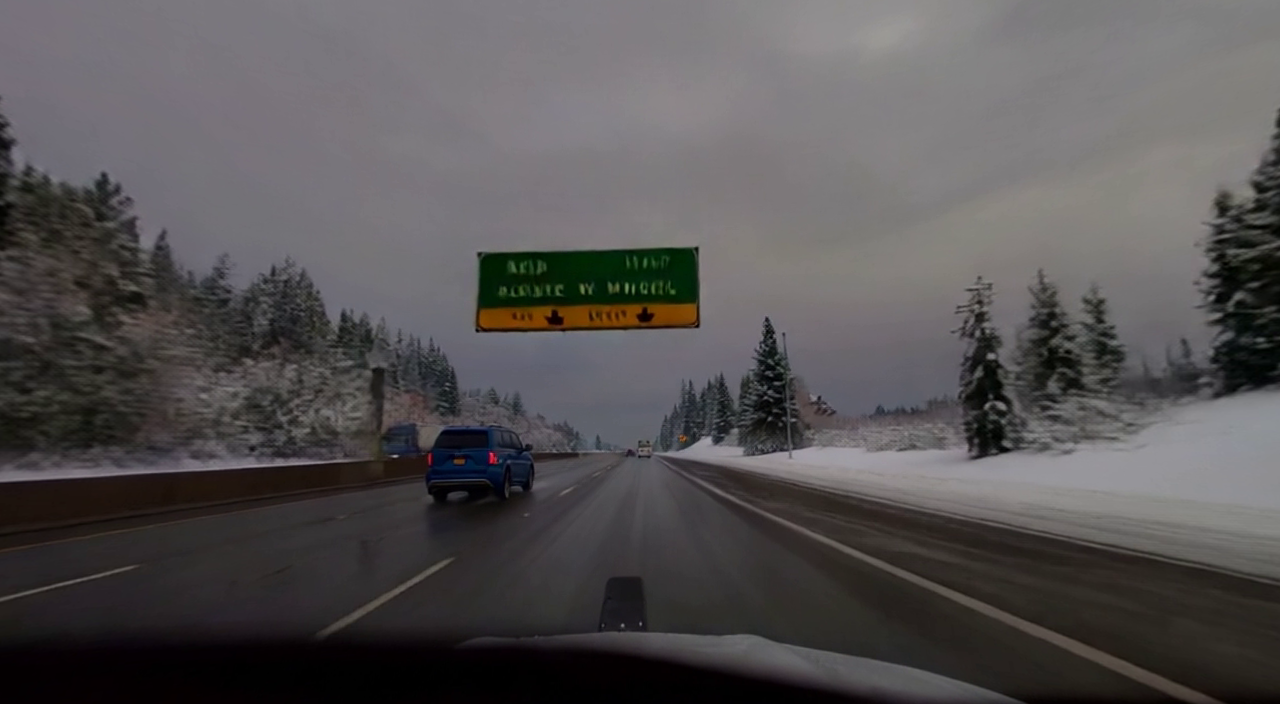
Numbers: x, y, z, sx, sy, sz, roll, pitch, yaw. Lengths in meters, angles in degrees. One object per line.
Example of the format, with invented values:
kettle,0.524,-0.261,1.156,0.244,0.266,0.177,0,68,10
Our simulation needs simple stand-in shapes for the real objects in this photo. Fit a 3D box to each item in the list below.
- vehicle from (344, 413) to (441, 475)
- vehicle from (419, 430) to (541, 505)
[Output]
vehicle,-17.737,6.753,46.261,2.967,3.942,10.400,0,-8,0
vehicle,-4.171,3.084,17.341,2.084,1.752,4.479,-1,-8,1
